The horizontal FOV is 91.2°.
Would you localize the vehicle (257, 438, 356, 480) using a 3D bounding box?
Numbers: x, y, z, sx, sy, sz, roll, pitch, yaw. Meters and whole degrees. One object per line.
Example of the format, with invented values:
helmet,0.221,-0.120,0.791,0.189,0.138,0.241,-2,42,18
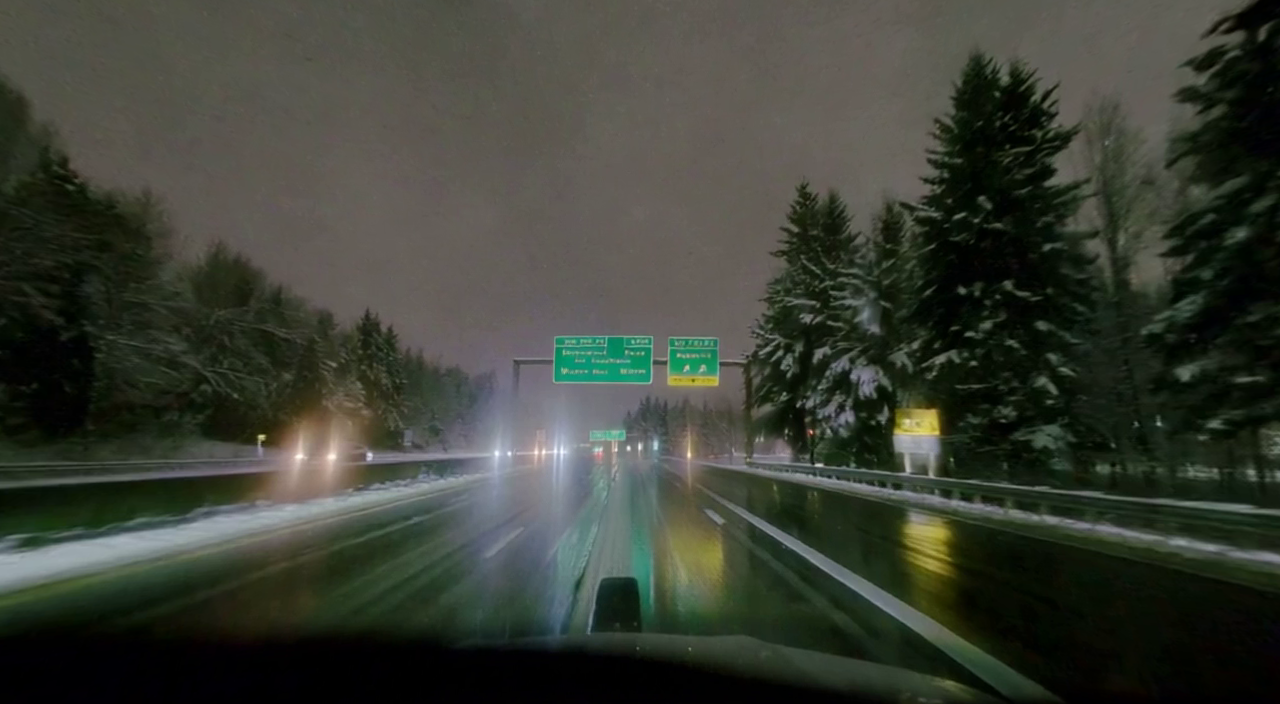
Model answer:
vehicle,-13.123,4.230,24.986,1.802,1.493,4.016,0,-9,-1
